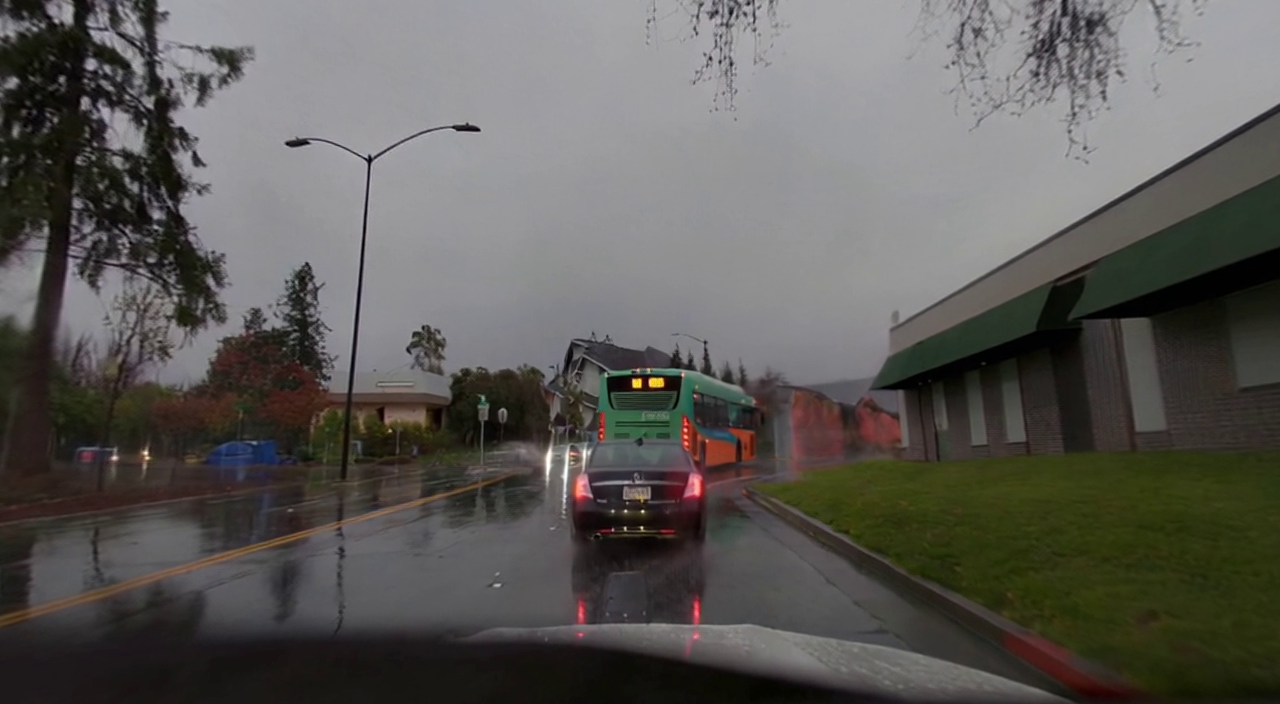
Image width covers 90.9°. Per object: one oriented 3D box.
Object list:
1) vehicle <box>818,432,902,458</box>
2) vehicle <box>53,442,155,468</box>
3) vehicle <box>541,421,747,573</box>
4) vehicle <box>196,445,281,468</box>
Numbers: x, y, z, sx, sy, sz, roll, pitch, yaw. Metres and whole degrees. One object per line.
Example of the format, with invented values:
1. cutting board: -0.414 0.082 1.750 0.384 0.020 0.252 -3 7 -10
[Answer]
1. vehicle: 12.921 5.475 37.117 4.338 1.464 1.782 -5 -10 29
2. vehicle: -32.071 6.172 37.885 4.473 1.442 1.743 7 -11 -39
3. vehicle: 0.078 1.714 8.213 2.020 1.478 3.922 0 -8 1
4. vehicle: -25.996 6.791 41.005 4.403 1.422 1.697 4 -9 -25
